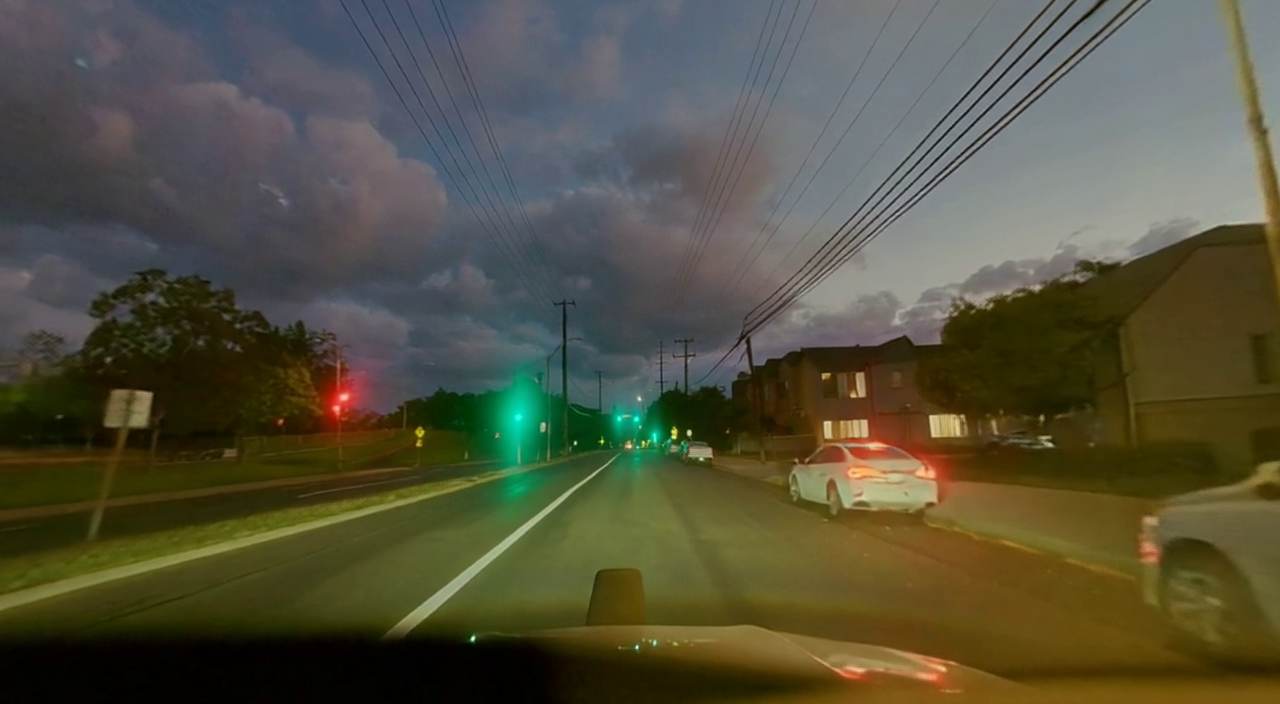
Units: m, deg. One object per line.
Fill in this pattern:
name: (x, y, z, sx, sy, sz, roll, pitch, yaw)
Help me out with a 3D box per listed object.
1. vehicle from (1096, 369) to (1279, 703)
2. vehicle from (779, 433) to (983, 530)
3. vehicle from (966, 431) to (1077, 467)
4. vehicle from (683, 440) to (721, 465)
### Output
vehicle: (4.087, 0.746, 2.001, 1.898, 1.625, 4.414, 0, -8, -1)
vehicle: (4.087, 2.271, 11.725, 1.994, 1.422, 4.595, 0, -8, 0)
vehicle: (17.469, 4.471, 29.269, 1.854, 1.515, 4.648, 1, -8, -7)
vehicle: (3.843, 6.291, 39.681, 1.785, 1.441, 4.458, 0, -8, -2)
